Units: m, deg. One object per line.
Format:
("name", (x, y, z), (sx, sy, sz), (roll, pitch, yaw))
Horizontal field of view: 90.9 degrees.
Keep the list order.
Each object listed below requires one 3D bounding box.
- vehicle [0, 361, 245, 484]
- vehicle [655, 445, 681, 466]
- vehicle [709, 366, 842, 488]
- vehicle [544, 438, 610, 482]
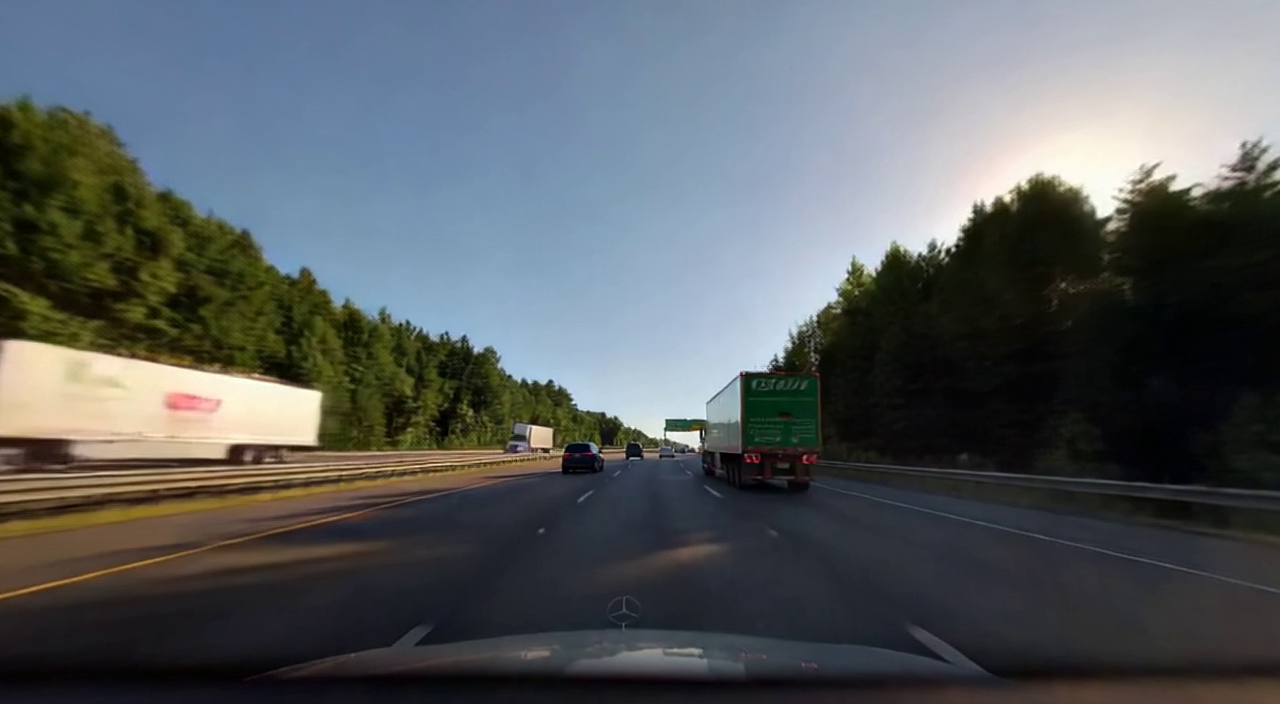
("vehicle", (-20.402, 2.698, 22.526), (3.238, 3.588, 13.782), (0, -9, 2))
("vehicle", (2.196, 8.044, 49.090), (1.990, 1.537, 3.725), (-1, -9, 3))
("vehicle", (5.189, 3.505, 27.652), (3.057, 3.993, 13.914), (0, -9, 1))
("vehicle", (-2.590, 4.605, 27.034), (2.205, 1.728, 4.397), (0, -9, 2))
